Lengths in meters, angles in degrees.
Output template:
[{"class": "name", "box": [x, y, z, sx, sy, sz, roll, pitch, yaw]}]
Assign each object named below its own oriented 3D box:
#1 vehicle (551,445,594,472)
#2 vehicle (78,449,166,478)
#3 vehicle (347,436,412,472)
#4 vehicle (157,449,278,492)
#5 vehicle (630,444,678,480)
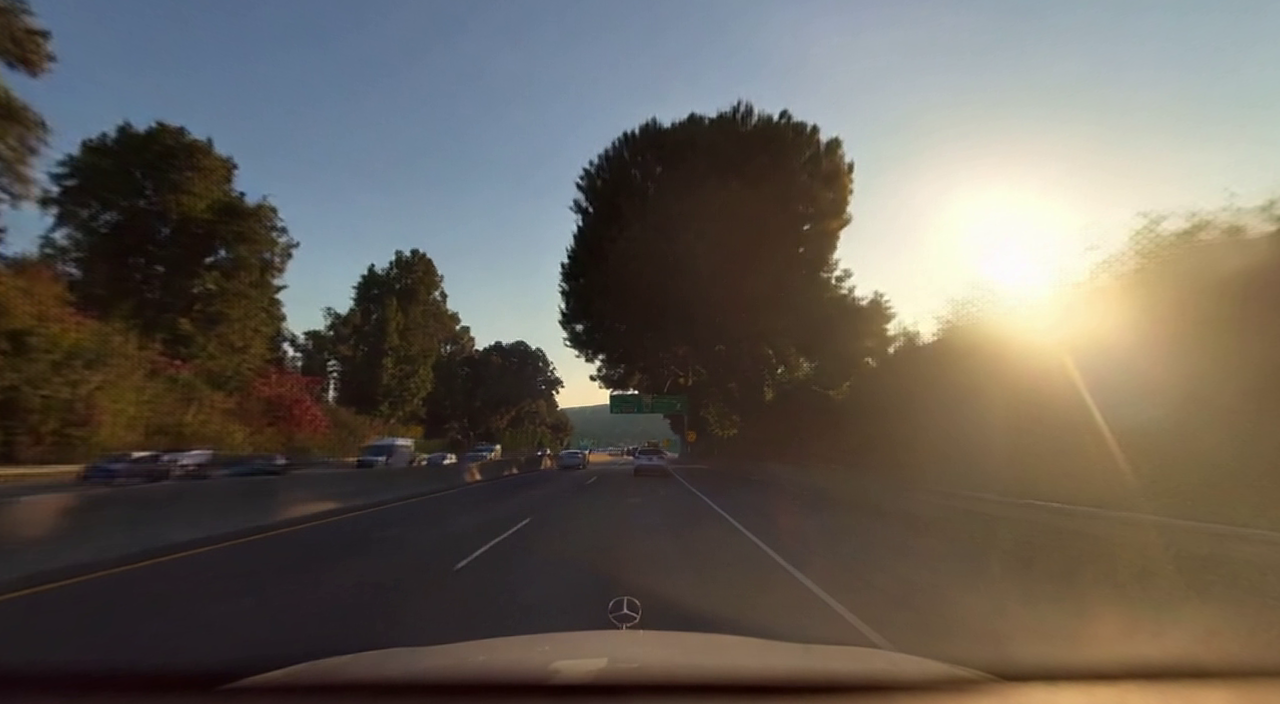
[{"class": "vehicle", "box": [-4.036, 6.461, 38.296, 2.081, 1.534, 4.543, 0, -9, 1]}, {"class": "vehicle", "box": [-31.483, 6.778, 38.467, 1.857, 1.602, 4.302, 0, -9, -3]}, {"class": "vehicle", "box": [-20.418, 8.045, 49.800, 2.353, 2.613, 6.328, 0, -9, 1]}, {"class": "vehicle", "box": [-16.917, 4.734, 25.535, 1.893, 1.544, 4.323, 0, -9, -1]}, {"class": "vehicle", "box": [0.625, 4.820, 27.773, 1.960, 1.456, 3.818, -1, -9, 1]}]
